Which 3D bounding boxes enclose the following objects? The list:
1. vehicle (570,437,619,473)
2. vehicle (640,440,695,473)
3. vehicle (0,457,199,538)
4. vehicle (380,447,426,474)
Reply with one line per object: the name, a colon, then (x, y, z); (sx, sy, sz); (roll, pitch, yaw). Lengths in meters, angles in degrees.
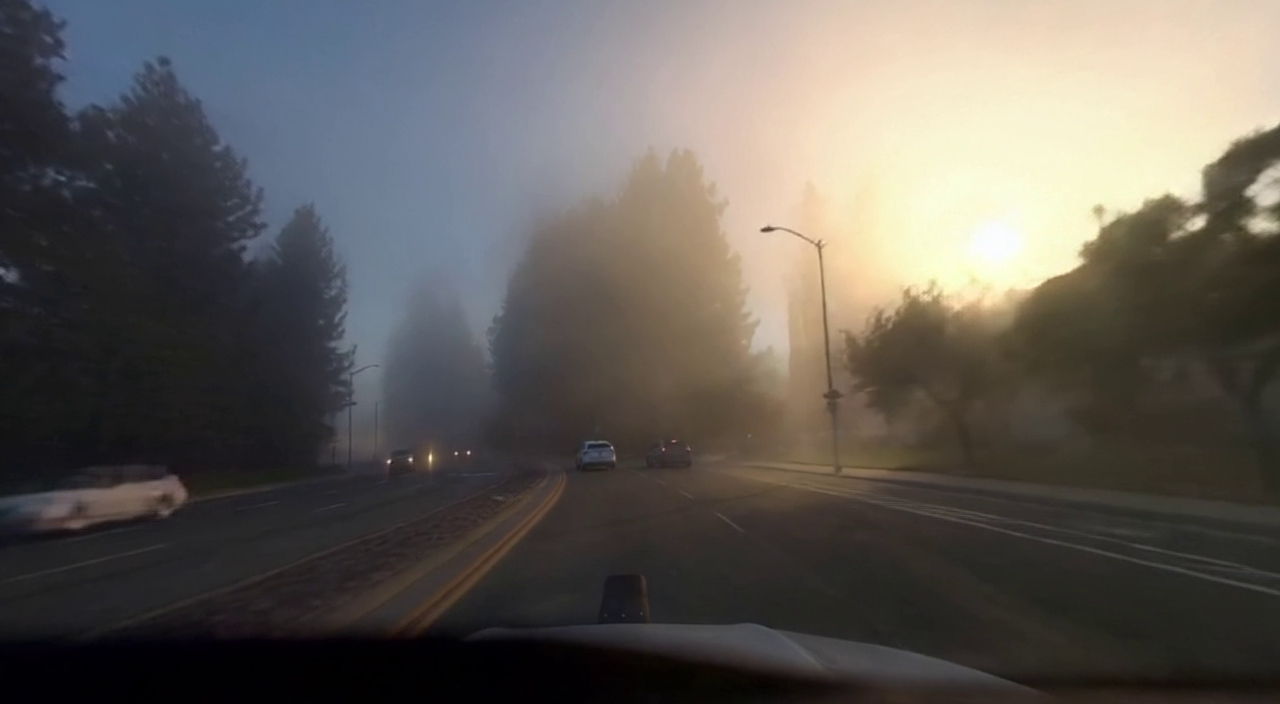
vehicle: (-2.496, 5.435, 33.307); (2.165, 1.783, 4.391); (1, -9, -10)
vehicle: (1.302, 5.319, 32.197); (1.915, 1.495, 4.880); (1, -9, -8)
vehicle: (-13.022, 3.295, 14.850); (1.924, 1.481, 4.727); (0, -9, -3)
vehicle: (-17.232, 7.856, 45.837); (2.162, 1.848, 5.214); (1, -9, -10)
